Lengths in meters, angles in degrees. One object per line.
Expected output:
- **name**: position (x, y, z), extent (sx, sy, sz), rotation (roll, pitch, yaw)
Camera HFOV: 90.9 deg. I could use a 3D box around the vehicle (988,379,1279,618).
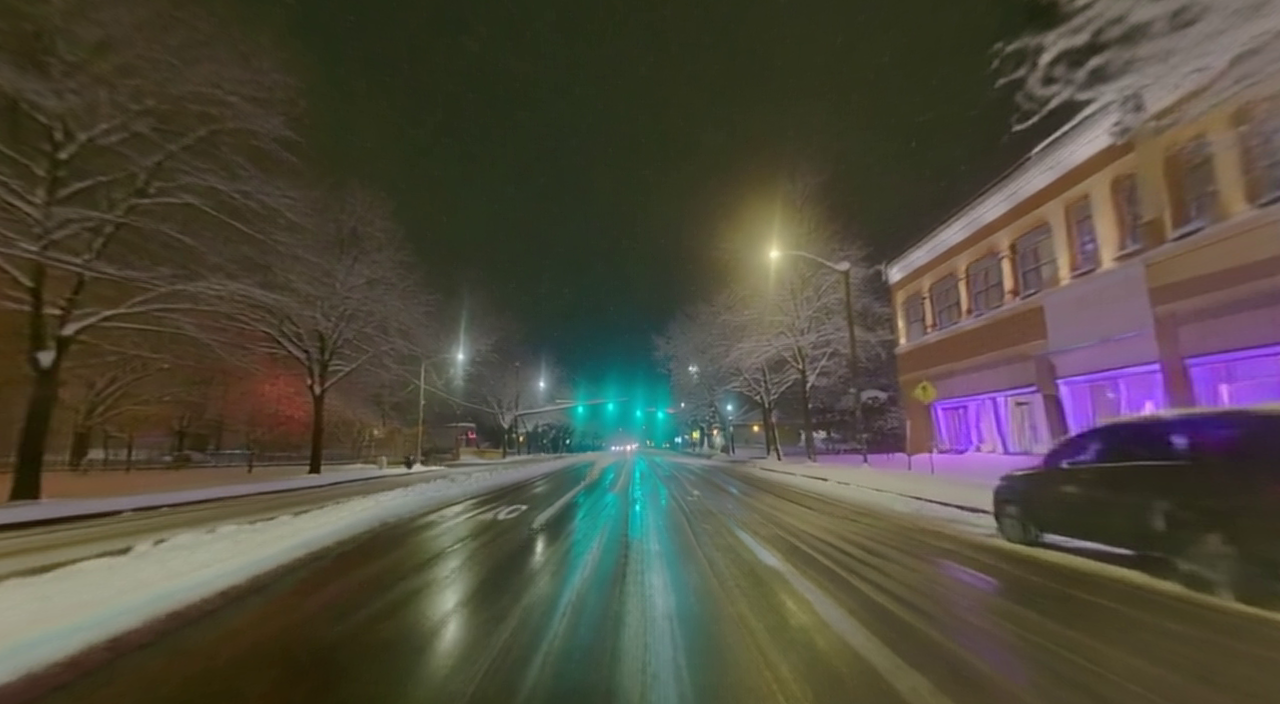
- **vehicle**: position (6.123, 1.386, 6.460), extent (2.112, 1.894, 4.910), rotation (0, -9, -2)
